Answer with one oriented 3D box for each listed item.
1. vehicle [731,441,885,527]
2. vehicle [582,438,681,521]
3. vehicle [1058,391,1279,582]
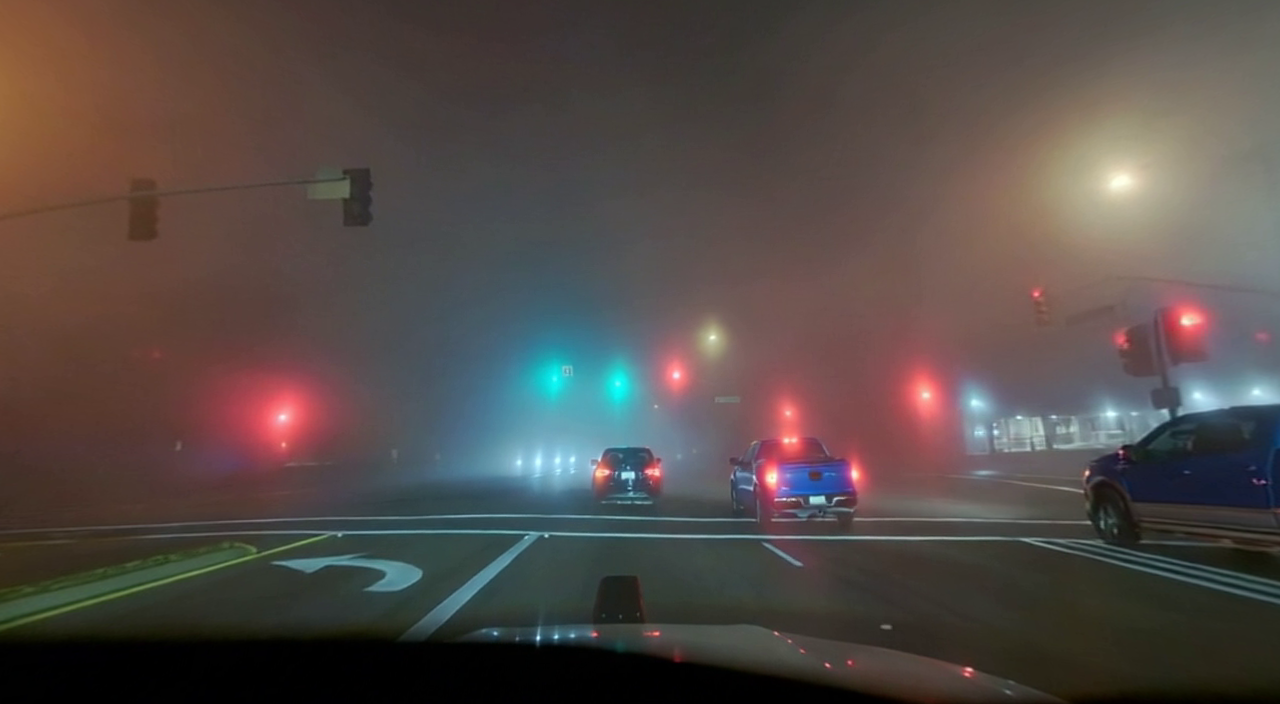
[{"bbox_3d":[3.427,2.780,13.970,1.955,1.550,4.587,0,-8,-3],"label":"vehicle"},{"bbox_3d":[-0.246,2.892,14.900,2.037,1.674,3.693,0,-8,-2],"label":"vehicle"},{"bbox_3d":[7.629,1.422,6.820,2.240,1.923,5.678,0,-8,-1],"label":"vehicle"}]
